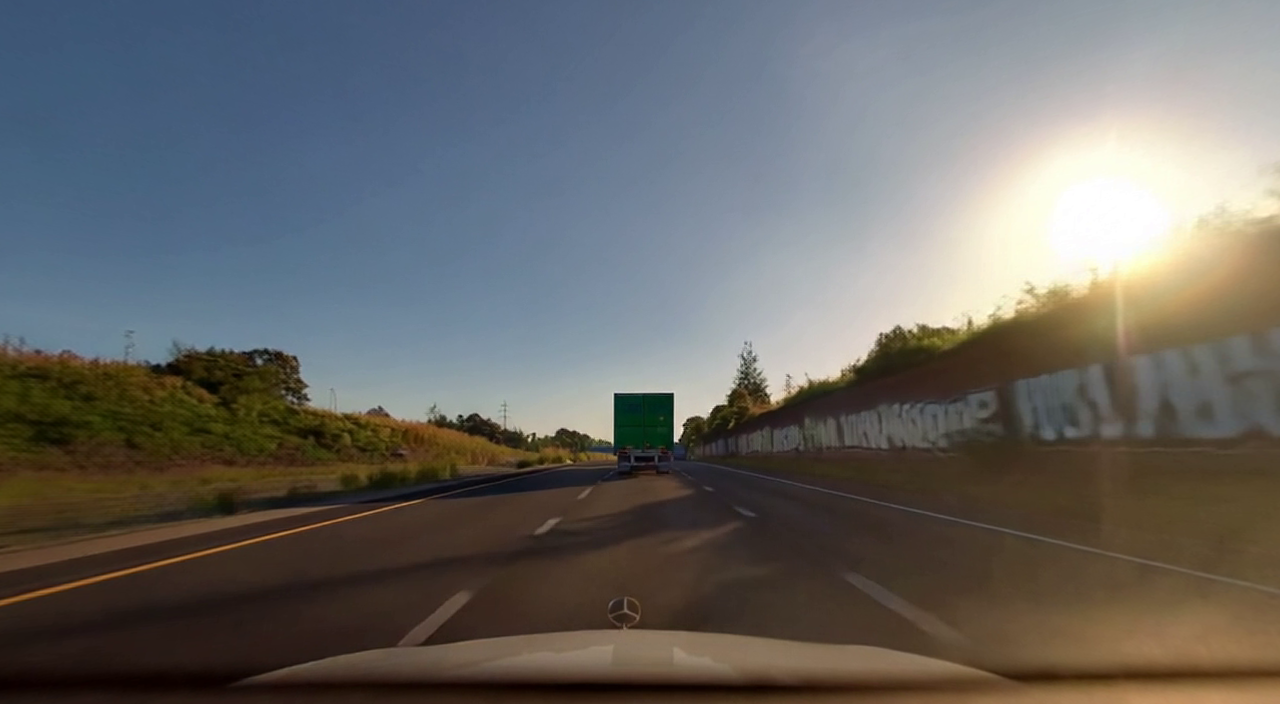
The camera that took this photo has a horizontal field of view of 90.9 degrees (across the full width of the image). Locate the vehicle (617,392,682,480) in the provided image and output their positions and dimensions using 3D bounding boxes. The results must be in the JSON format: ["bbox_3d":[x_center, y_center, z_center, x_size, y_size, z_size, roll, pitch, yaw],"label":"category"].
[{"bbox_3d":[0.361,4.557,33.436,2.900,3.955,10.151,0,-9,-1],"label":"vehicle"}]
